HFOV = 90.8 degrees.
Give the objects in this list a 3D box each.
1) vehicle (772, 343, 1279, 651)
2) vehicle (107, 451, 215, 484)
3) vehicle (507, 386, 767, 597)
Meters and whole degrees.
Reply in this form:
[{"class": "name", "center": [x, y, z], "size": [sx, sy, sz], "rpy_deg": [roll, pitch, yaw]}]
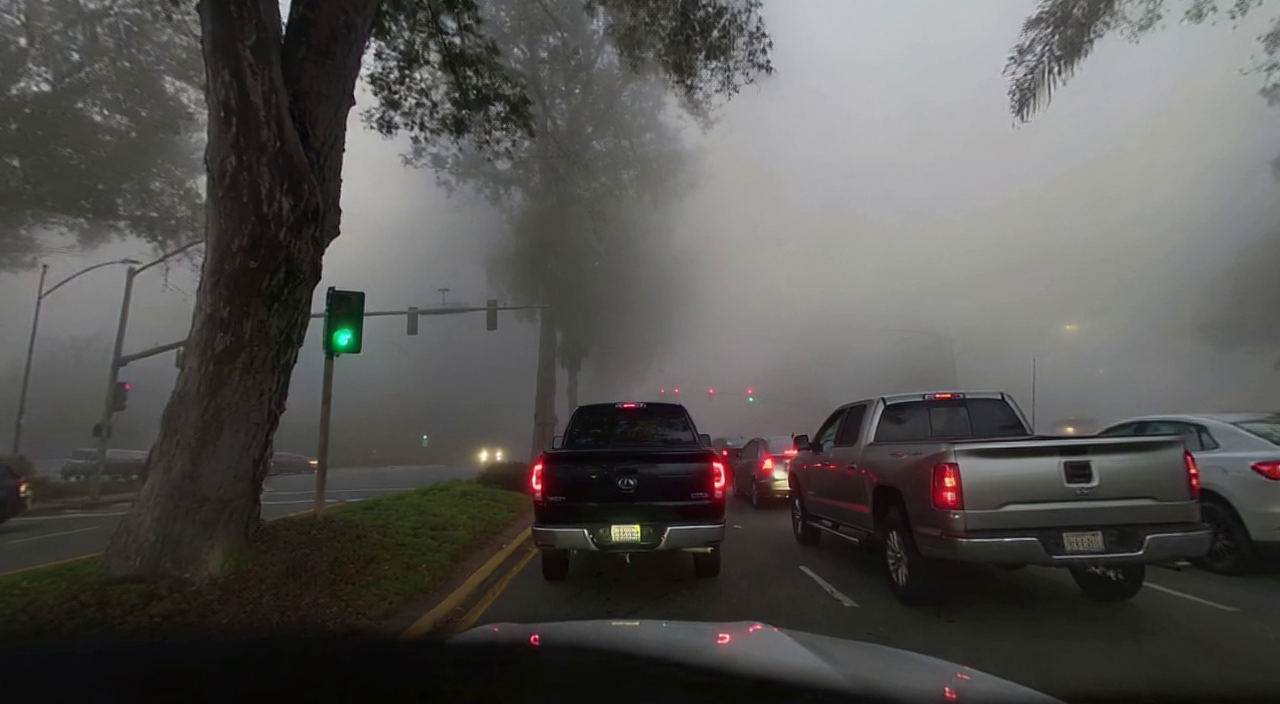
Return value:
[{"class": "vehicle", "center": [3.313, 1.330, 6.929], "size": [2.412, 1.953, 5.682], "rpy_deg": [0, -9, -1]}, {"class": "vehicle", "center": [-26.382, 6.332, 35.024], "size": [4.437, 1.669, 1.936], "rpy_deg": [5, -10, -30]}, {"class": "vehicle", "center": [-0.069, 1.579, 8.055], "size": [2.240, 1.821, 5.001], "rpy_deg": [0, -9, -1]}]
